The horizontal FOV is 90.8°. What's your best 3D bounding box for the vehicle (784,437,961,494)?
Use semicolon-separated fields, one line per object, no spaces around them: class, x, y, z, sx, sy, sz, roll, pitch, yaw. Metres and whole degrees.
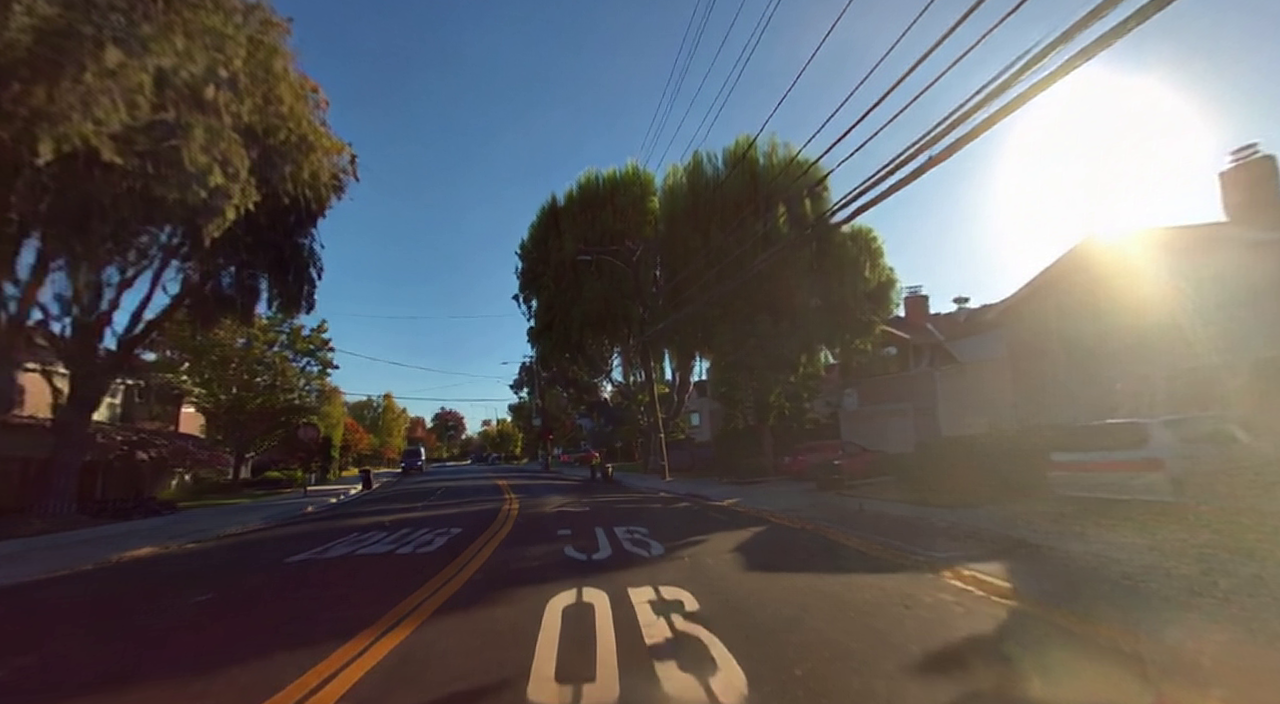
vehicle;6.679;3.256;18.420;4.382;1.531;1.925;1;-9;-8

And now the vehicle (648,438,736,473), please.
vehicle;2.826;5.647;34.505;4.337;1.768;1.962;2;-9;-15

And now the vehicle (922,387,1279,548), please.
vehicle;7.252;1.603;9.108;5.229;1.790;2.153;-2;-11;-5
